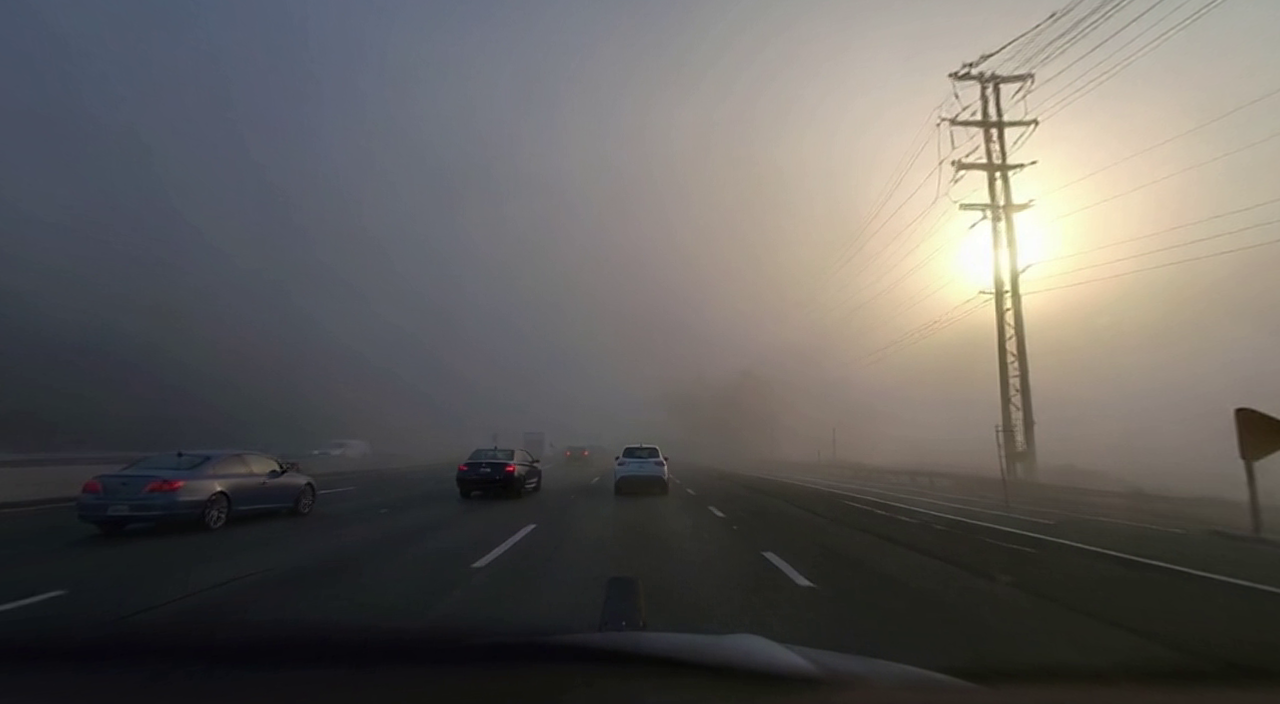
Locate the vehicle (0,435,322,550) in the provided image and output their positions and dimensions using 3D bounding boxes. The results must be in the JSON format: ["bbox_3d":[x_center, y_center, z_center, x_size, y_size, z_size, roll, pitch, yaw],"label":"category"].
[{"bbox_3d":[-7.338,2.125,10.287,1.867,1.445,4.499,0,-9,1],"label":"vehicle"}]

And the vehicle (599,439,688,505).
[{"bbox_3d":[0.019,3.044,16.524,2.018,1.470,4.491,0,-9,-2],"label":"vehicle"}]

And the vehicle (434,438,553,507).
[{"bbox_3d":[-3.469,2.930,15.750,1.912,1.464,4.115,0,-9,1],"label":"vehicle"}]

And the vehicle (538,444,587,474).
[{"bbox_3d":[-3.888,5.452,32.299,2.013,1.437,3.801,0,-9,0],"label":"vehicle"}]
